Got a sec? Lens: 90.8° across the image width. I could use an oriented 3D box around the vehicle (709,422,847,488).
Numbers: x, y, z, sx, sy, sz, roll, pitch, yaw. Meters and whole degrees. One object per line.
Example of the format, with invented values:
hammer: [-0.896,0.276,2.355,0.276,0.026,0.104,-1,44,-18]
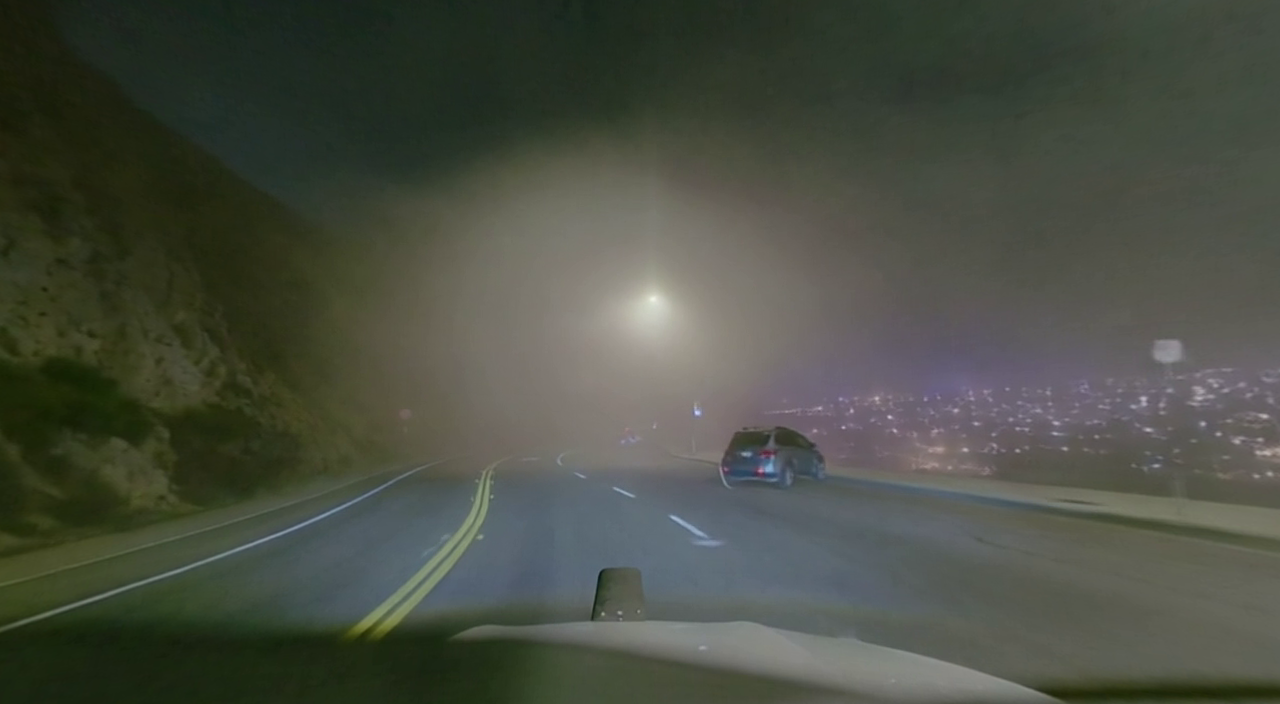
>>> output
vehicle: [4.126,2.969,18.414,2.064,1.667,4.453,-7,-11,38]
